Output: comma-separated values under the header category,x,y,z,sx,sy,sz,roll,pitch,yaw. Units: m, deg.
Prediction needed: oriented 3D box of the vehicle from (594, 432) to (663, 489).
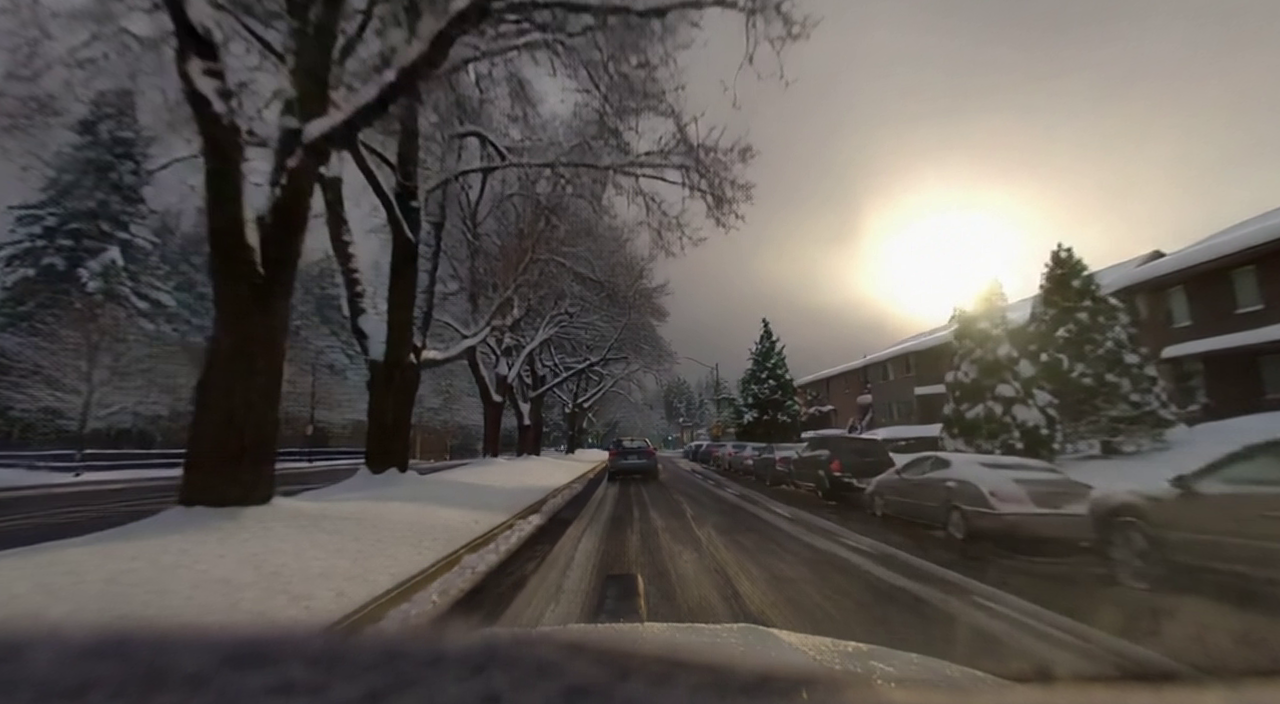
category,x,y,z,sx,sy,sz,roll,pitch,yaw
vehicle,-0.388,3.555,20.961,2.070,1.698,3.925,0,-8,-1

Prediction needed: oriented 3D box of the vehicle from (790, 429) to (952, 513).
category,x,y,z,sx,sy,sz,roll,pitch,yaw
vehicle,5.674,2.986,16.381,2.233,1.811,4.922,0,-8,-1

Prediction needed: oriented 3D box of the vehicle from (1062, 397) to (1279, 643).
category,x,y,z,sx,sy,sz,roll,pitch,yaw
vehicle,5.890,1.263,4.672,1.994,1.853,4.924,0,-8,-2

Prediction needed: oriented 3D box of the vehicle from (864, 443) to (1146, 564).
category,x,y,z,sx,sy,sz,roll,pitch,yaw
vehicle,5.348,2.222,10.078,2.005,1.499,4.108,0,-8,0

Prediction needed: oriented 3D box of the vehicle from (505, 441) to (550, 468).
category,x,y,z,sx,sy,sz,roll,pitch,yaw
vehicle,-6.556,6.004,37.163,2.105,1.474,4.808,1,-8,-4
